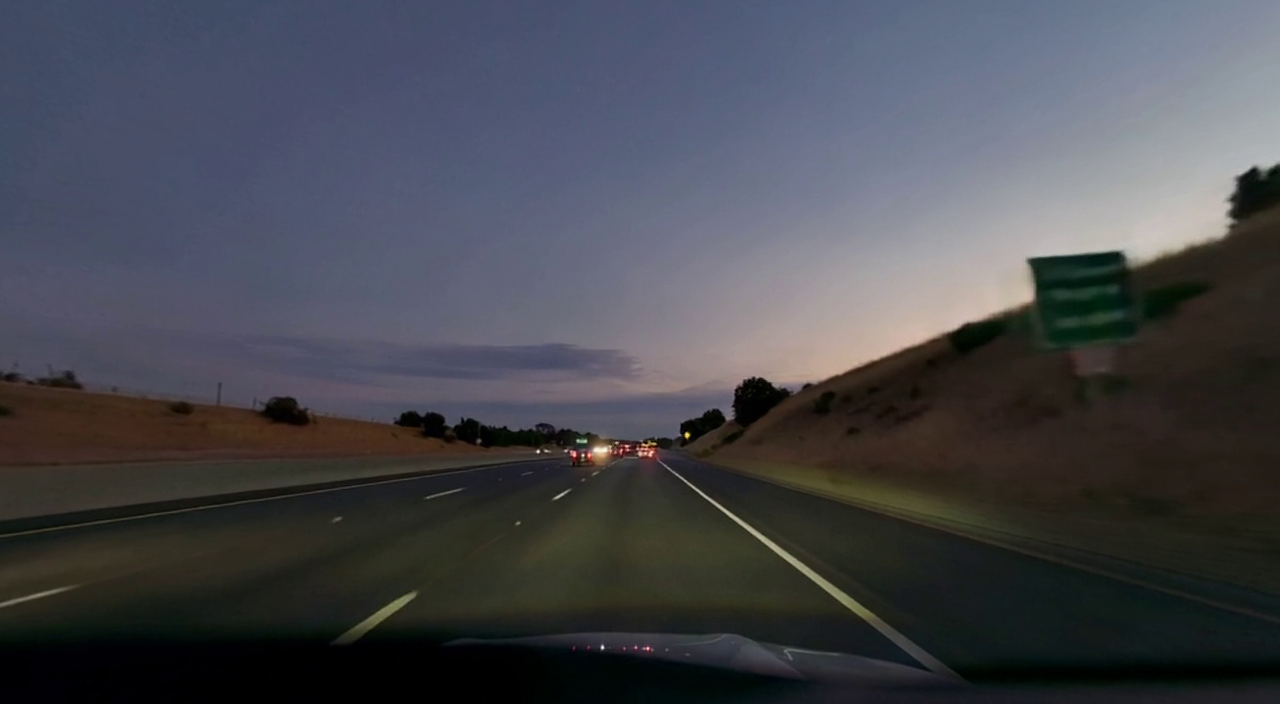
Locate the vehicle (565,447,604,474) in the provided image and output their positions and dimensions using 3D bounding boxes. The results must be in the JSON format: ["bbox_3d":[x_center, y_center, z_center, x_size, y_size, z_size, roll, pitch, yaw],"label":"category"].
[{"bbox_3d":[-3.236,6.365,37.081,1.895,1.482,3.852,0,-9,1],"label":"vehicle"}]
